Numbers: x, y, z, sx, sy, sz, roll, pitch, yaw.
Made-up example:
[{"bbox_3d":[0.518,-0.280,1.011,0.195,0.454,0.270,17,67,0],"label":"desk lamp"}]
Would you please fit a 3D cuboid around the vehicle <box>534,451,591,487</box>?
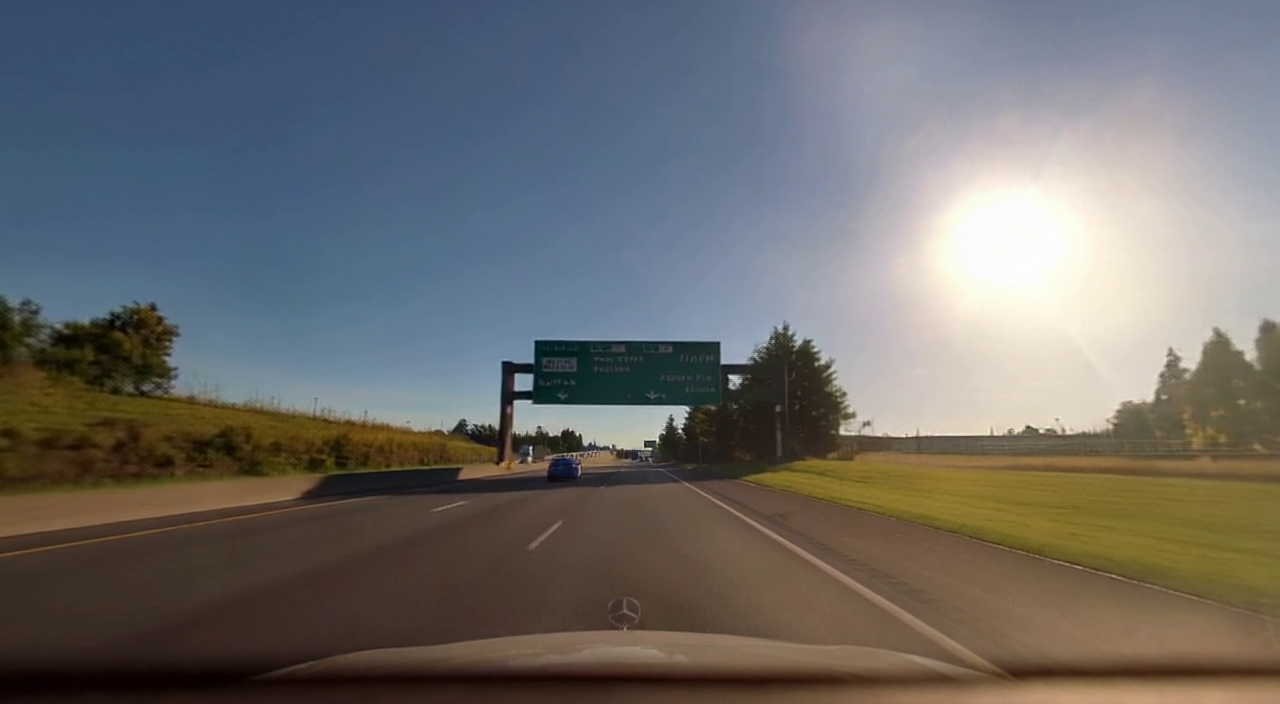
[{"bbox_3d":[-3.531,5.412,29.466,2.121,1.537,3.852,0,-9,0],"label":"vehicle"}]
